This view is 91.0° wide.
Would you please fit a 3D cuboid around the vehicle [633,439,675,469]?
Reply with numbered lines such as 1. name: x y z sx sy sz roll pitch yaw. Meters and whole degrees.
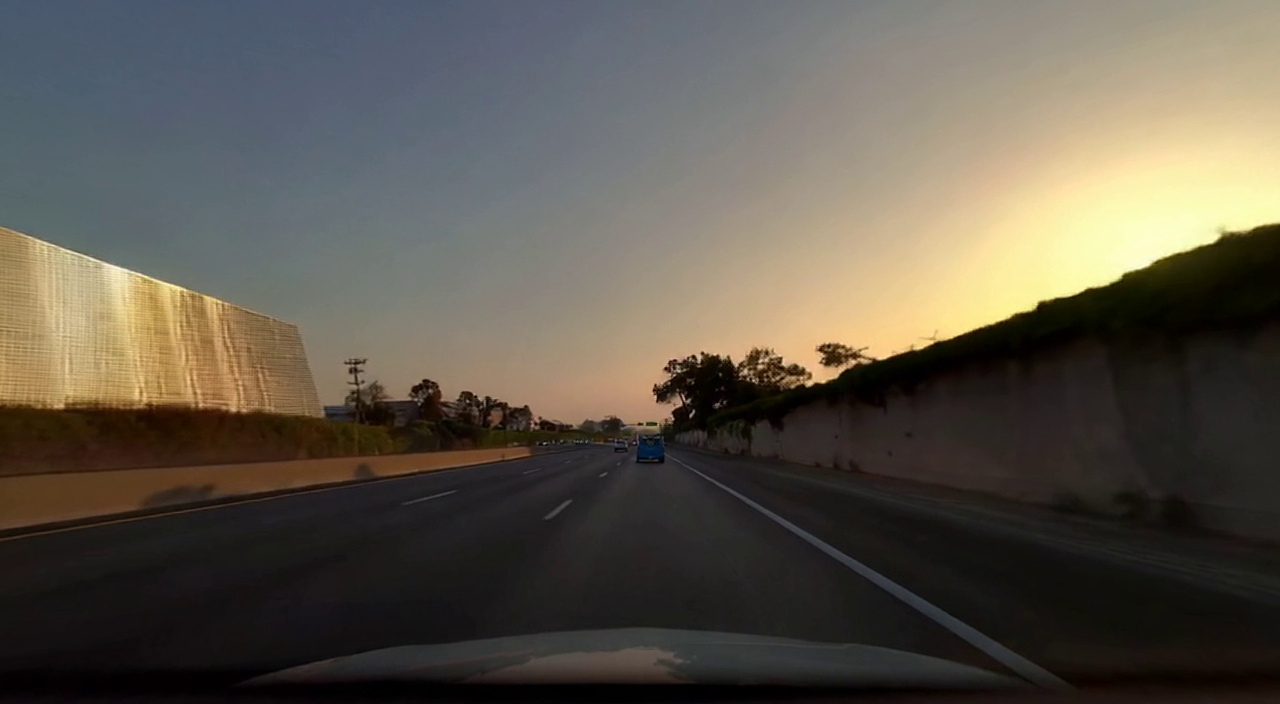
1. vehicle: 0.669 5.200 32.276 1.997 1.484 3.409 0 -8 0
